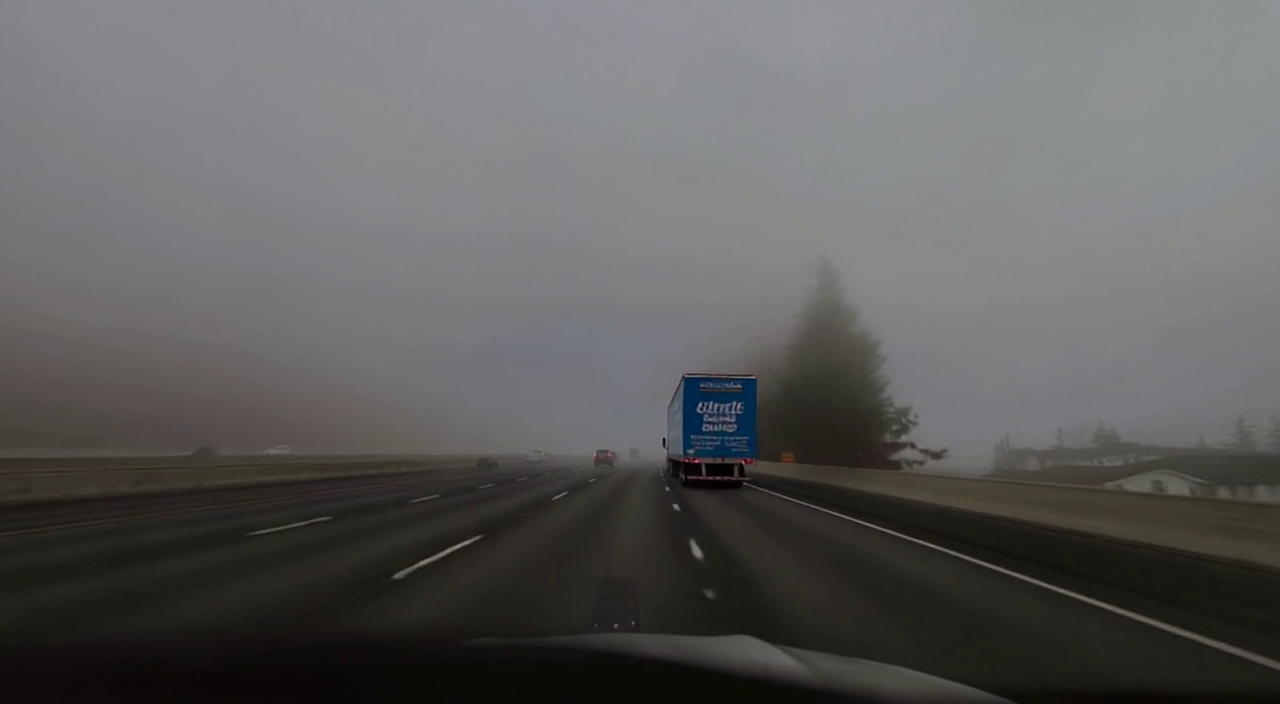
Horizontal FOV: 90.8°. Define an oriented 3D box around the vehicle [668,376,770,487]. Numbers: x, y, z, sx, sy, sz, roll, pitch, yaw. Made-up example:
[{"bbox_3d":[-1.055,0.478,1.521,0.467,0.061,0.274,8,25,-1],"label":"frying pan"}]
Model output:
[{"bbox_3d":[3.251,4.098,31.162,3.140,4.100,15.551,0,-9,0],"label":"vehicle"}]
